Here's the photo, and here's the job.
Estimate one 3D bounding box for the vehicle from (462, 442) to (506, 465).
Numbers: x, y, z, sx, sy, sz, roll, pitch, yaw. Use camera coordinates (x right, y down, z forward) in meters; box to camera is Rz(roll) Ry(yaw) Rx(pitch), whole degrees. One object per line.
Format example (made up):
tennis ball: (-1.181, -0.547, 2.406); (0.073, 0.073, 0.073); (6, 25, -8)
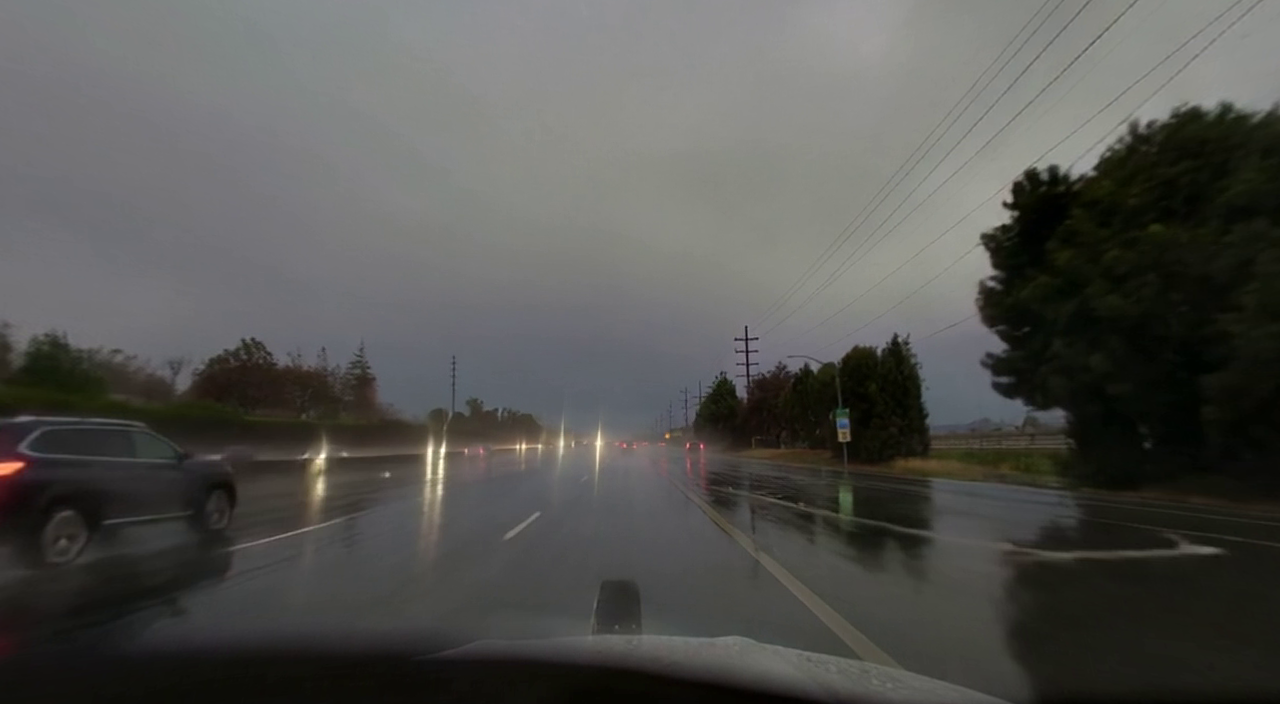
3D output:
vehicle: (-10.680, 6.954, 43.547); (1.887, 1.473, 4.352); (0, -9, 0)

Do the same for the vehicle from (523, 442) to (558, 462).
vehicle: (-7.526, 7.628, 48.211); (1.954, 1.432, 4.183); (0, -9, 0)

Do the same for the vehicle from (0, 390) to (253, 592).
vehicle: (-6.829, 1.401, 6.660); (2.115, 1.799, 5.444); (0, -9, -1)
